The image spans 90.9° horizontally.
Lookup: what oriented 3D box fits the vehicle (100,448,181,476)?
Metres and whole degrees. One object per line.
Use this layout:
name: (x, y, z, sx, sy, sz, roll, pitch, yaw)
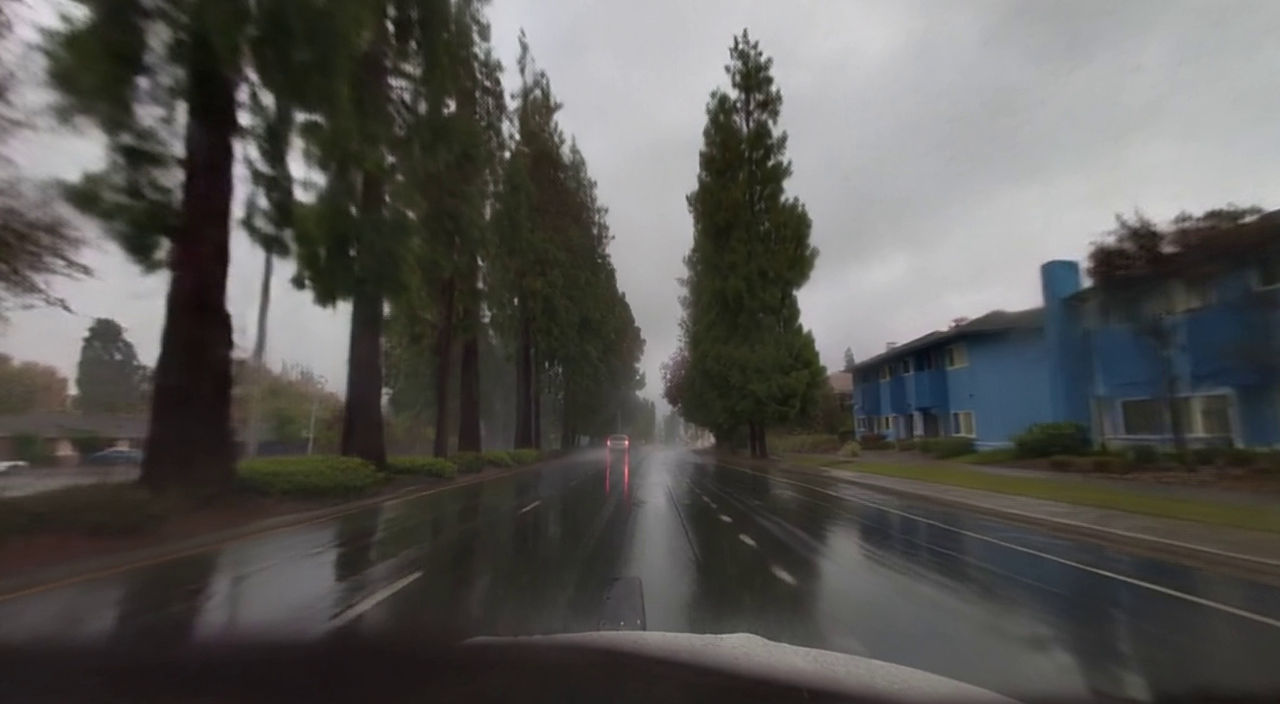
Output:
vehicle: (-34.256, 7.509, 43.336, 2.036, 1.754, 4.177, 0, -8, 1)
